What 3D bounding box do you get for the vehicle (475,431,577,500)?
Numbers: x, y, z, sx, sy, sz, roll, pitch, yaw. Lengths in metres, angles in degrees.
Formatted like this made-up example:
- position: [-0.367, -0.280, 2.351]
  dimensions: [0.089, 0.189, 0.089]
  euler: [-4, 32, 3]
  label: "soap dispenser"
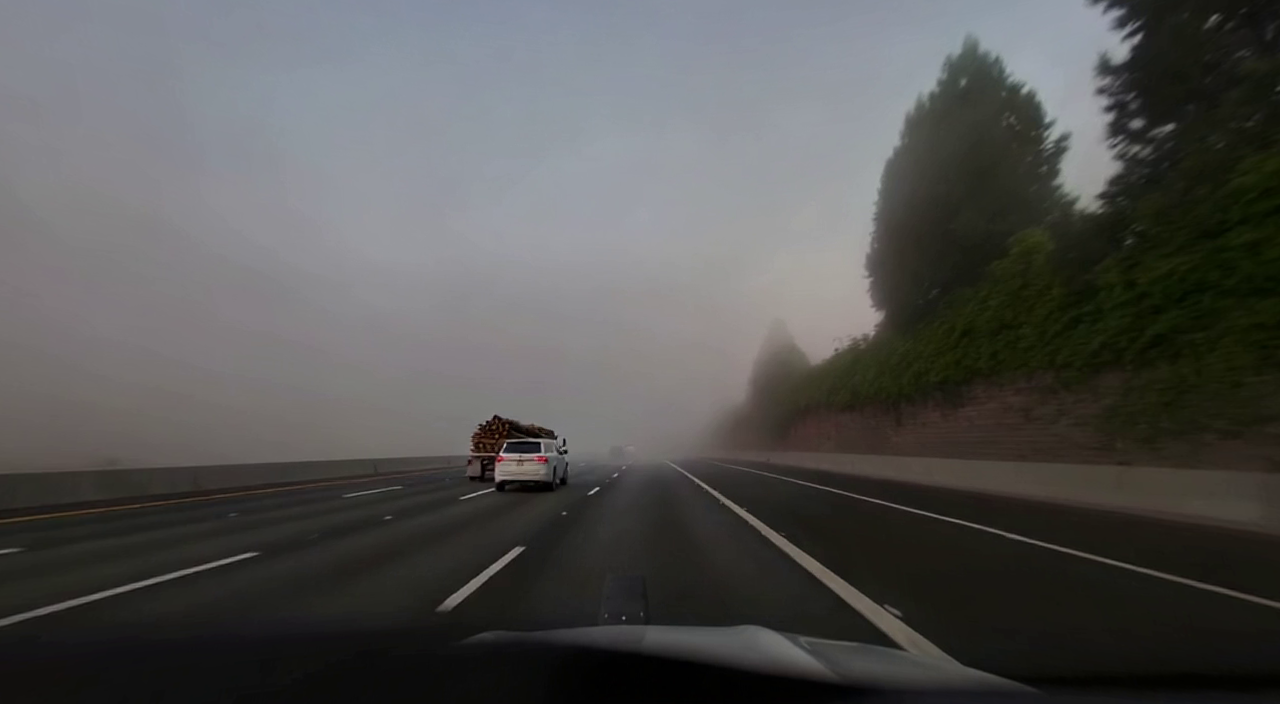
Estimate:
- position: [-3.196, 3.286, 18.687]
  dimensions: [2.114, 1.787, 4.365]
  euler: [0, -8, 1]
  label: "vehicle"
